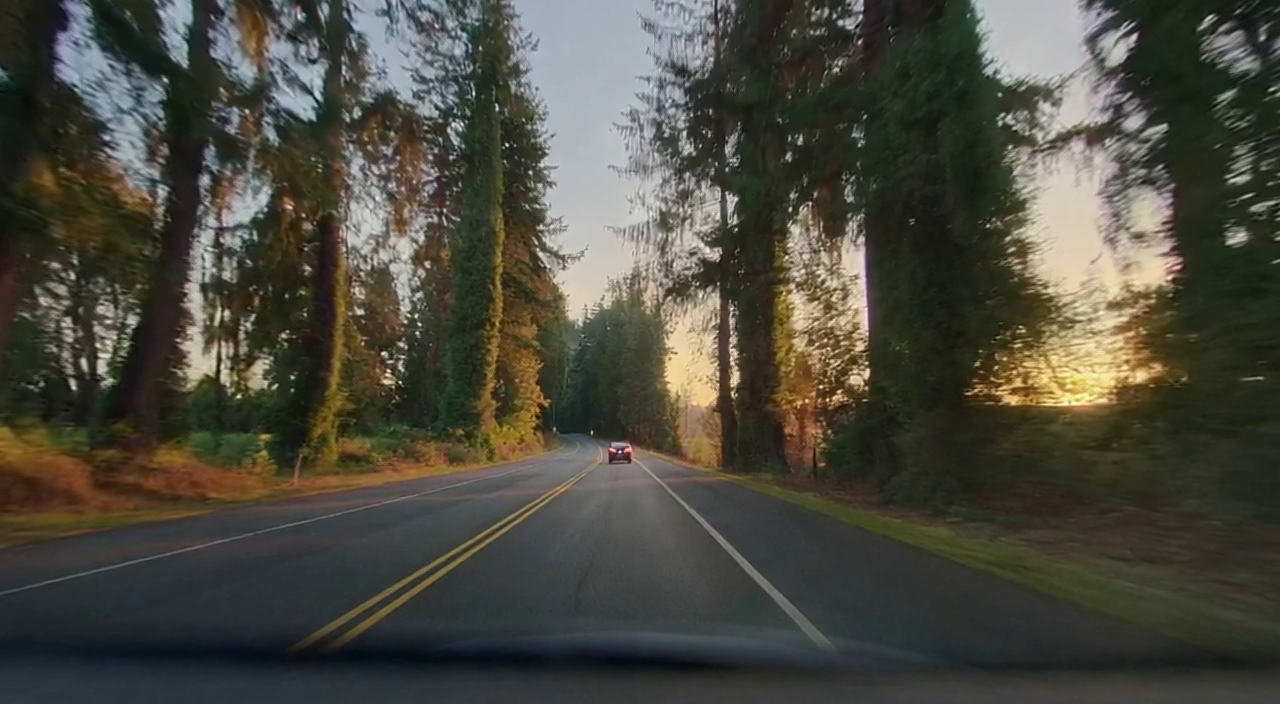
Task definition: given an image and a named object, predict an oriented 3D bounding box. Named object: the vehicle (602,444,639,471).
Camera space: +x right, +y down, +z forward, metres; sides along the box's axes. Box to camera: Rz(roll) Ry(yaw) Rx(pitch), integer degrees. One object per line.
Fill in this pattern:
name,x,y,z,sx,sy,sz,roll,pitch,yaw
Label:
vehicle,-1.180,6.256,37.693,2.042,1.489,3.963,0,-9,-2
